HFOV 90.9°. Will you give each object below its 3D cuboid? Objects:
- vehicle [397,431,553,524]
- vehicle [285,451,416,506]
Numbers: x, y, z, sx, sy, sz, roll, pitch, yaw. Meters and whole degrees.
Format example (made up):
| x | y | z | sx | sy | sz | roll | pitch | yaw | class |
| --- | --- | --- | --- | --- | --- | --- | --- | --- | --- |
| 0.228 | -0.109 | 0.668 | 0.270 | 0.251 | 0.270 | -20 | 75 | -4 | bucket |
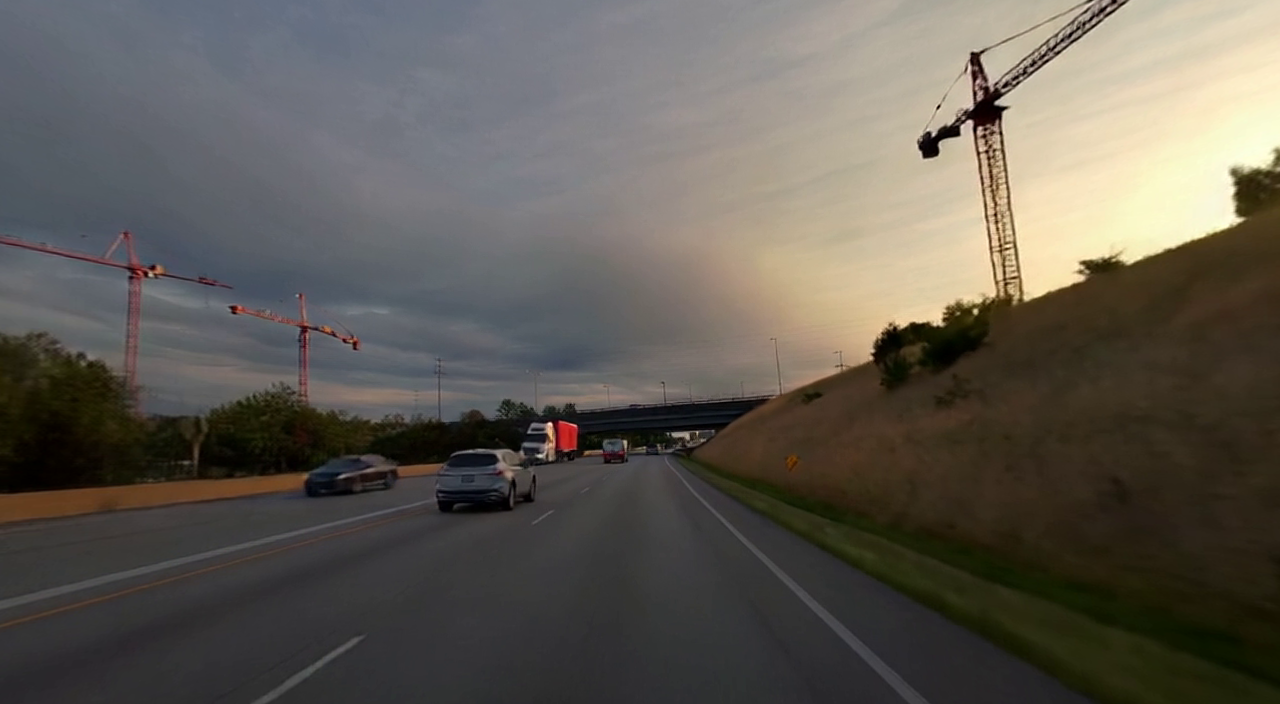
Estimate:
| x | y | z | sx | sy | sz | roll | pitch | yaw | class |
| --- | --- | --- | --- | --- | --- | --- | --- | --- | --- |
| -3.280 | 2.598 | 13.490 | 2.194 | 1.648 | 3.984 | 0 | -9 | 1 | vehicle |
| -8.636 | 3.771 | 19.262 | 2.136 | 1.452 | 4.117 | 0 | -9 | -2 | vehicle |
